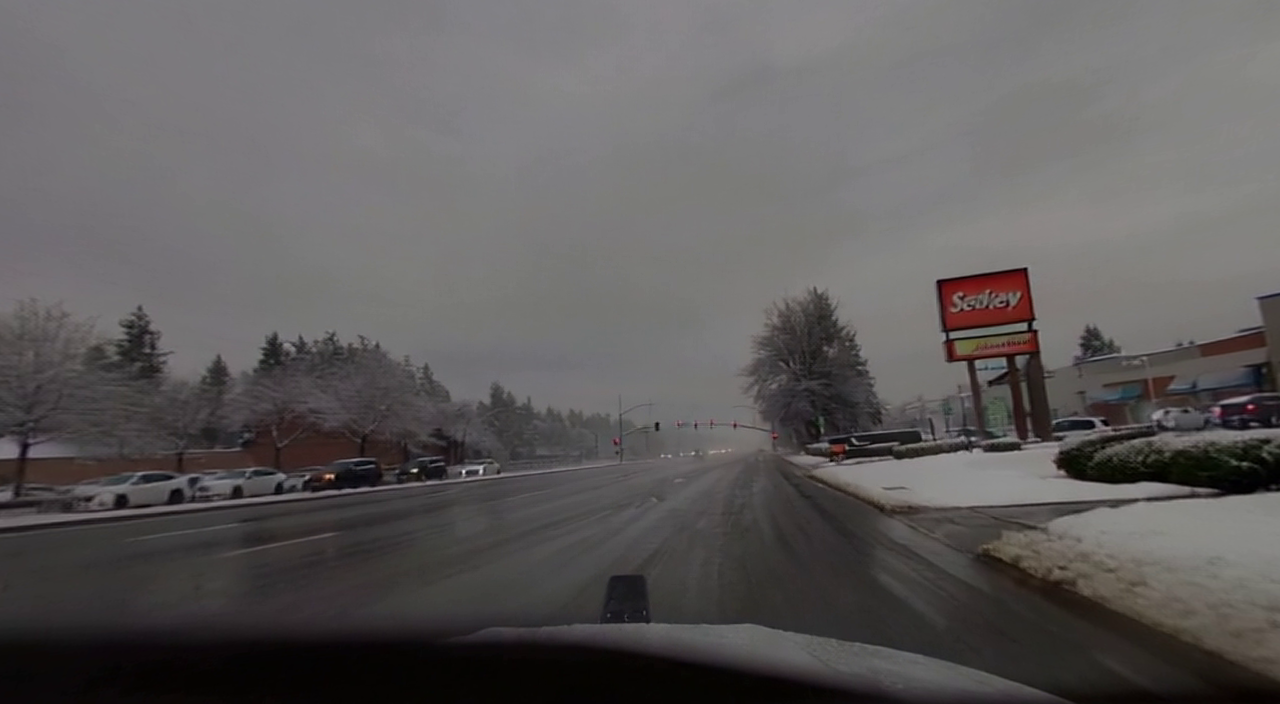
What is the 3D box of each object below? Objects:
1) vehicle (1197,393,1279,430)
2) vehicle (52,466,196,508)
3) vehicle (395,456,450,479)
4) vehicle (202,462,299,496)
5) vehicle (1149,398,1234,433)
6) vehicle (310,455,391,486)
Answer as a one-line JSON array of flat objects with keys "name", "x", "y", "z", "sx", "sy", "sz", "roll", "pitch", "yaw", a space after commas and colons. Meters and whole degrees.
[{"name": "vehicle", "x": 28.950, "y": 2.845, "z": 30.125, "sx": 3.327, "sy": 1.369, "sz": 1.514, "roll": -4, "pitch": -10, "yaw": -11}, {"name": "vehicle", "x": -21.541, "y": 5.597, "z": 26.557, "sx": 1.832, "sy": 1.473, "sz": 4.377, "roll": -2, "pitch": -9, "yaw": 13}, {"name": "vehicle", "x": -16.726, "y": 8.911, "z": 48.700, "sx": 1.918, "sy": 1.503, "sz": 4.632, "roll": -7, "pitch": -11, "yaw": 11}, {"name": "vehicle", "x": -20.273, "y": 6.623, "z": 33.045, "sx": 1.851, "sy": 1.450, "sz": 4.396, "roll": -8, "pitch": -11, "yaw": 10}, {"name": "vehicle", "x": 29.301, "y": 3.392, "z": 33.511, "sx": 3.335, "sy": 1.398, "sz": 1.535, "roll": -4, "pitch": -10, "yaw": -14}, {"name": "vehicle", "x": -18.517, "y": 7.623, "z": 40.598, "sx": 1.967, "sy": 1.683, "sz": 5.223, "roll": -8, "pitch": -12, "yaw": 12}]
